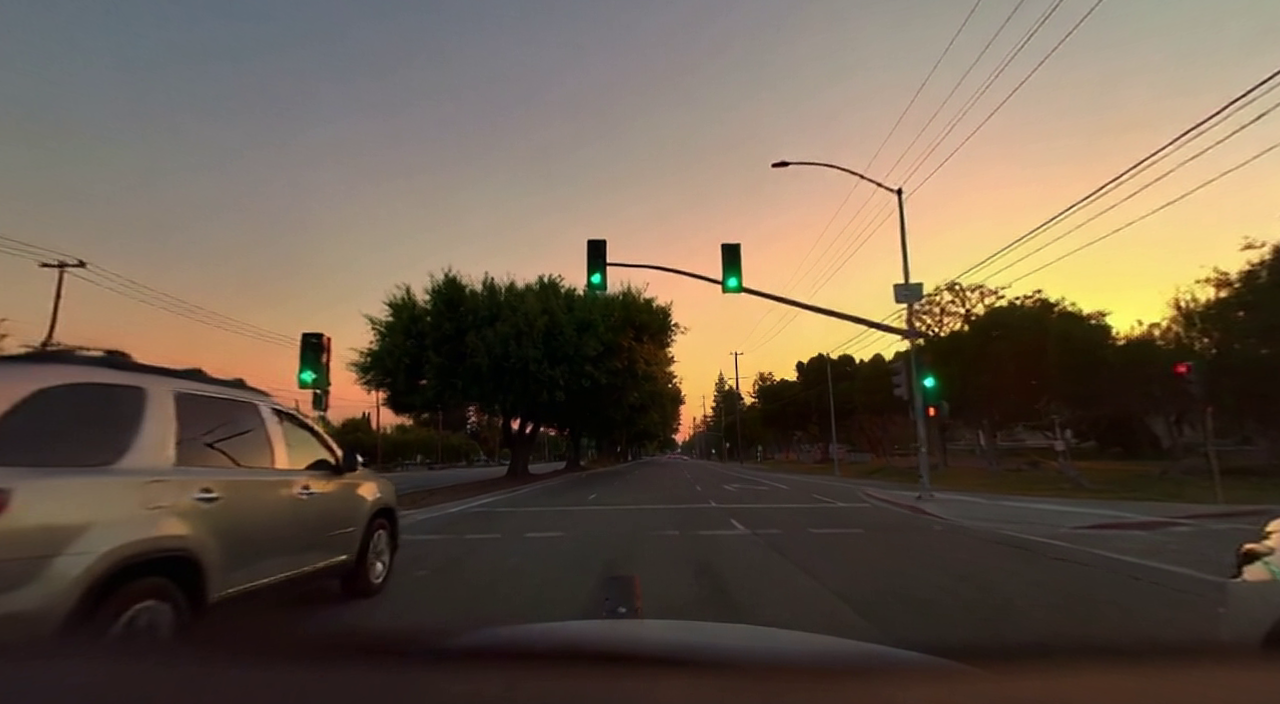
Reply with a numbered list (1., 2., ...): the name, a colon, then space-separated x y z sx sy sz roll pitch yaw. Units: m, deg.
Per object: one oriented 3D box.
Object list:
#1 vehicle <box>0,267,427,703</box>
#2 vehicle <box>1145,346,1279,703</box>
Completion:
1. vehicle: -3.461 0.959 3.948 2.374 1.985 5.391 0 -8 0
2. vehicle: 3.615 0.598 0.985 2.056 1.703 4.305 0 -8 0
